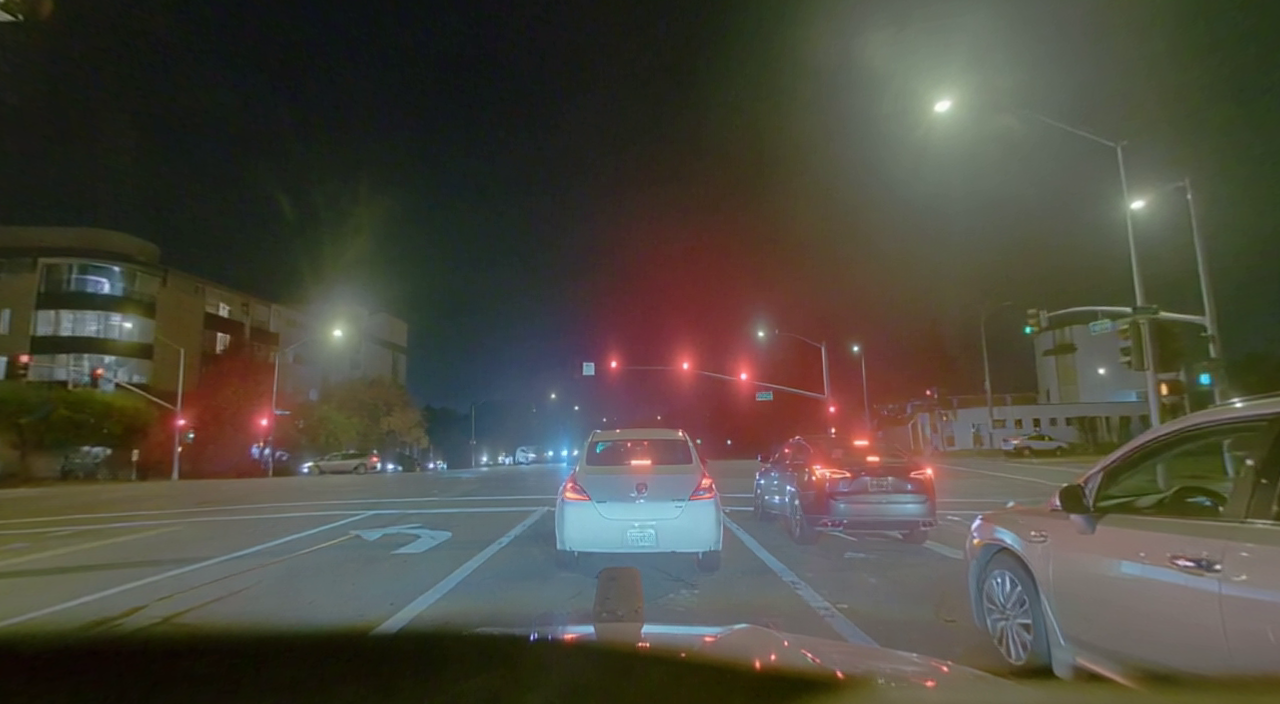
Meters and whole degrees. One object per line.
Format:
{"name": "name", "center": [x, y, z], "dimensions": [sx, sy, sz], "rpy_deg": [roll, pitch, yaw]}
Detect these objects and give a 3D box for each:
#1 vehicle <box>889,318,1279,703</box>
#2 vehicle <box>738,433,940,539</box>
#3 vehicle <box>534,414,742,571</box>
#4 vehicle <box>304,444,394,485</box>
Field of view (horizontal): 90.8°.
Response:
{"name": "vehicle", "center": [3.008, 0.864, 2.667], "dimensions": [2.103, 1.701, 4.294], "rpy_deg": [0, -8, -1]}
{"name": "vehicle", "center": [3.153, 2.215, 11.140], "dimensions": [2.001, 1.463, 4.398], "rpy_deg": [0, -8, -2]}
{"name": "vehicle", "center": [-0.070, 1.786, 8.758], "dimensions": [2.188, 1.637, 4.027], "rpy_deg": [0, -8, -1]}
{"name": "vehicle", "center": [-14.234, 5.413, 30.793], "dimensions": [4.448, 1.837, 2.021], "rpy_deg": [-6, -11, 37]}
